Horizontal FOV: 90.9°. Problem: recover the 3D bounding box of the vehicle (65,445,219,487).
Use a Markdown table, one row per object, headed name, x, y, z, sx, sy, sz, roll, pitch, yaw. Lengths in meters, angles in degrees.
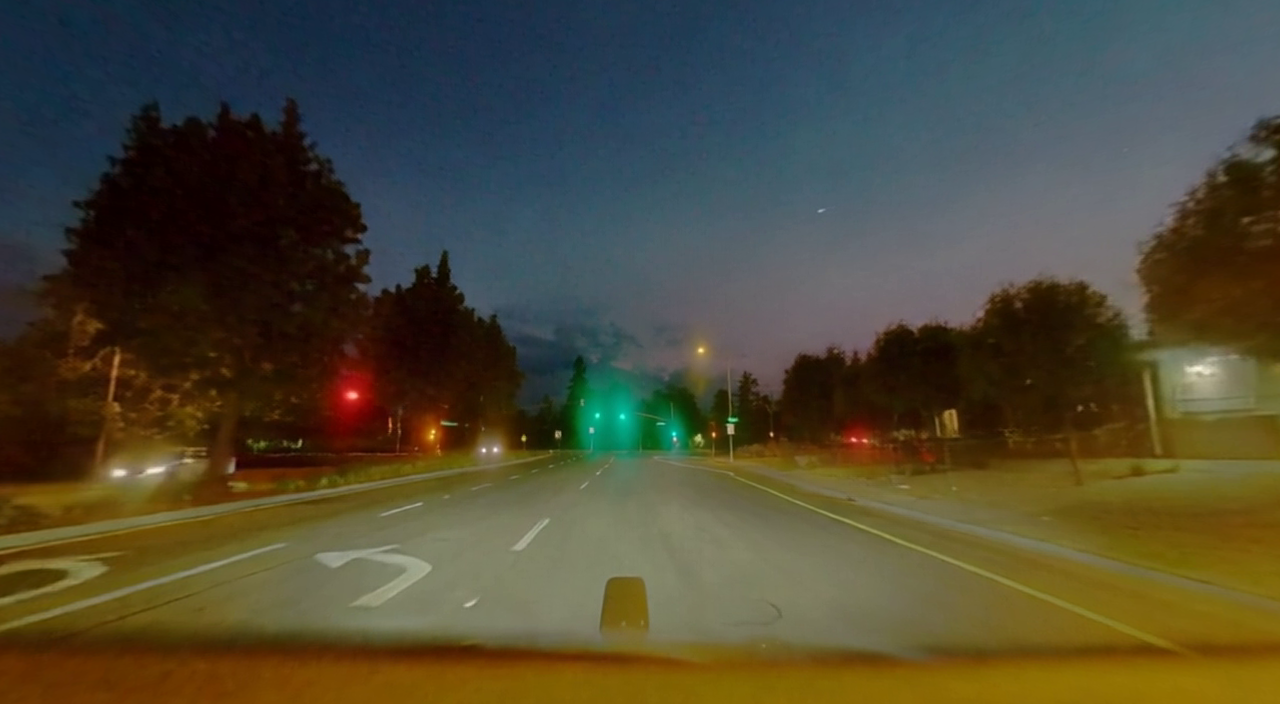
| name | x | y | z | sx | sy | sz | roll | pitch | yaw |
| --- | --- | --- | --- | --- | --- | --- | --- | --- | --- |
| vehicle | -19.799 | 4.513 | 25.422 | 2.042 | 1.484 | 4.950 | 0 | -8 | 2 |
